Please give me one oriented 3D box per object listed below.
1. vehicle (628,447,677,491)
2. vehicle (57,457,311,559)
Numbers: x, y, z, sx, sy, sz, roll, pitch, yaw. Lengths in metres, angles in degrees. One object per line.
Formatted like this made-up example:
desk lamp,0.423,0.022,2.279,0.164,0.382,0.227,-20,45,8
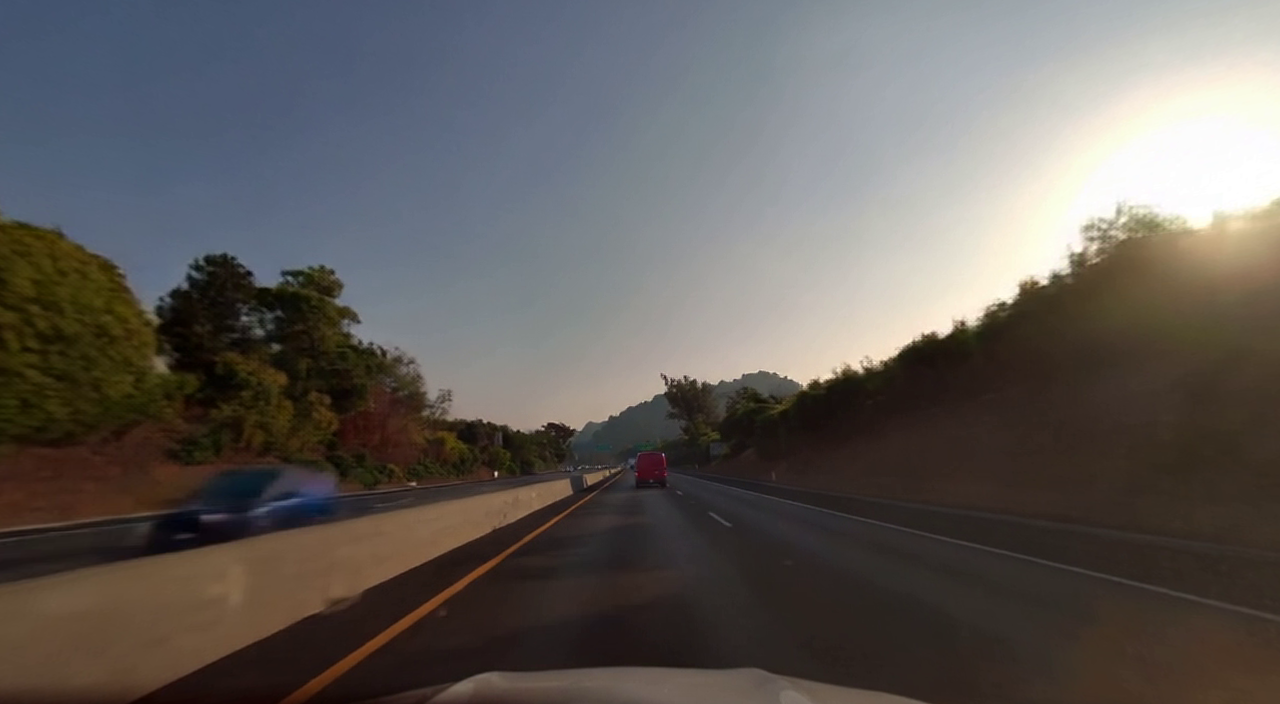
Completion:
vehicle,0.608,6.408,34.508,2.429,2.167,4.558,1,-11,-2
vehicle,-8.172,2.812,11.868,1.856,1.540,3.882,1,-11,-1
